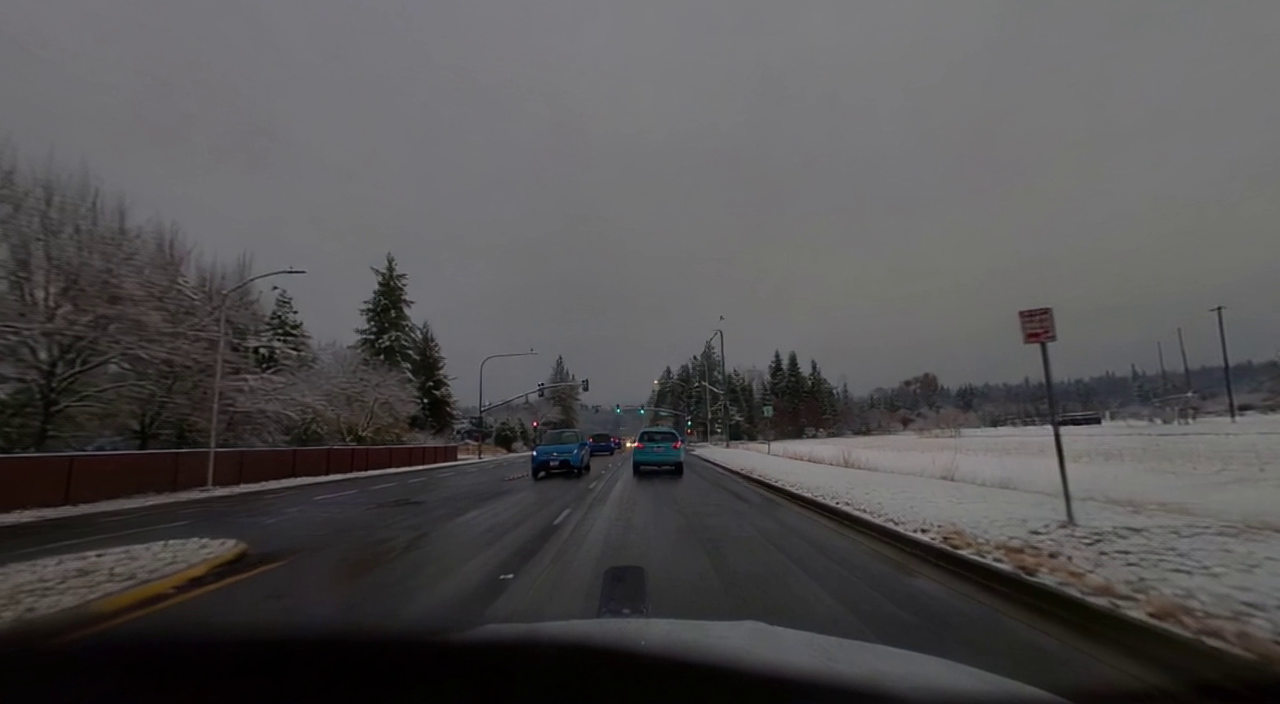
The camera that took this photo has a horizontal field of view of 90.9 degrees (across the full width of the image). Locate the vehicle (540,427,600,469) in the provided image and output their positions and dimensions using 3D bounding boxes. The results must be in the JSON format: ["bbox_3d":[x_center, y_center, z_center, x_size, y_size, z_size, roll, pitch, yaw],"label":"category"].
[{"bbox_3d":[-3.054,4.341,28.541,2.190,1.766,4.394,0,-8,1],"label":"vehicle"}]

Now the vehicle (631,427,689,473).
[{"bbox_3d":[0.766,3.867,25.030,2.127,1.665,3.993,0,-8,1],"label":"vehicle"}]
